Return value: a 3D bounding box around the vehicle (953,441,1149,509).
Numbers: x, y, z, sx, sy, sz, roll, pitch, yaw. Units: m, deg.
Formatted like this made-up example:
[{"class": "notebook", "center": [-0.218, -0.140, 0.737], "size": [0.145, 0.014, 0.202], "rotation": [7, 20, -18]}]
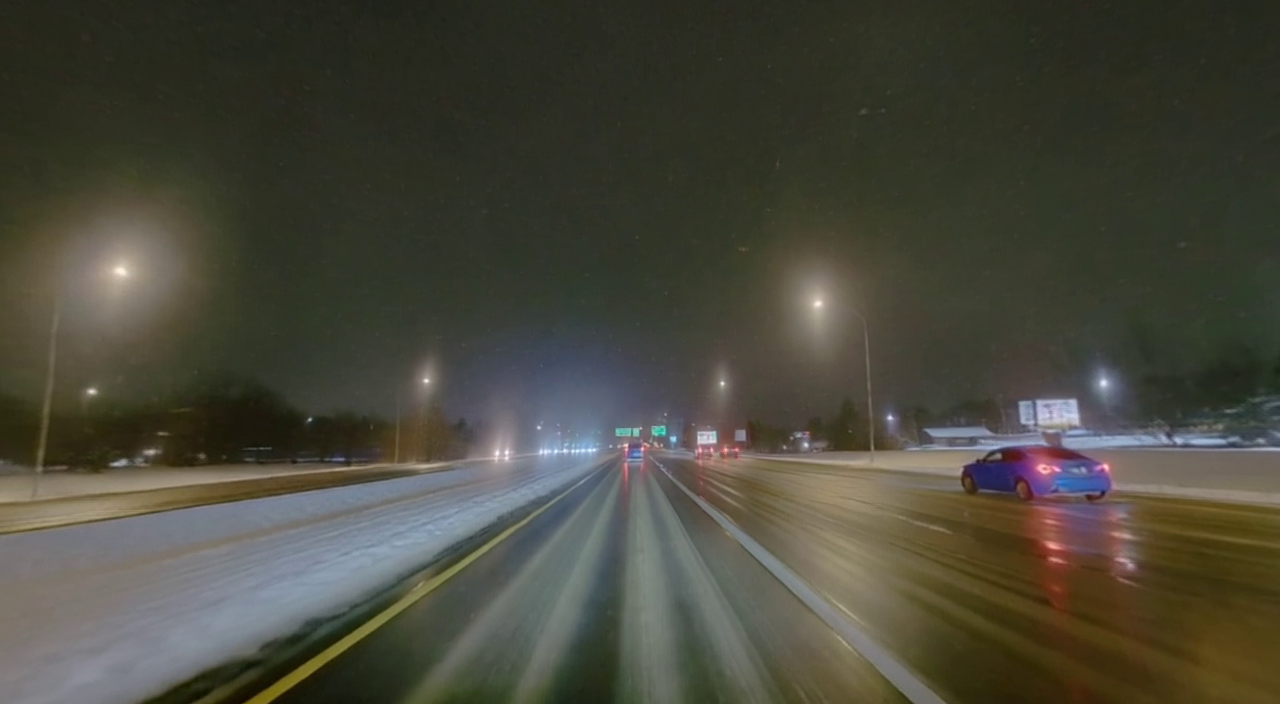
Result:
[{"class": "vehicle", "center": [10.678, 3.184, 16.985], "size": [2.024, 1.481, 4.747], "rotation": [1, -8, -1]}]
